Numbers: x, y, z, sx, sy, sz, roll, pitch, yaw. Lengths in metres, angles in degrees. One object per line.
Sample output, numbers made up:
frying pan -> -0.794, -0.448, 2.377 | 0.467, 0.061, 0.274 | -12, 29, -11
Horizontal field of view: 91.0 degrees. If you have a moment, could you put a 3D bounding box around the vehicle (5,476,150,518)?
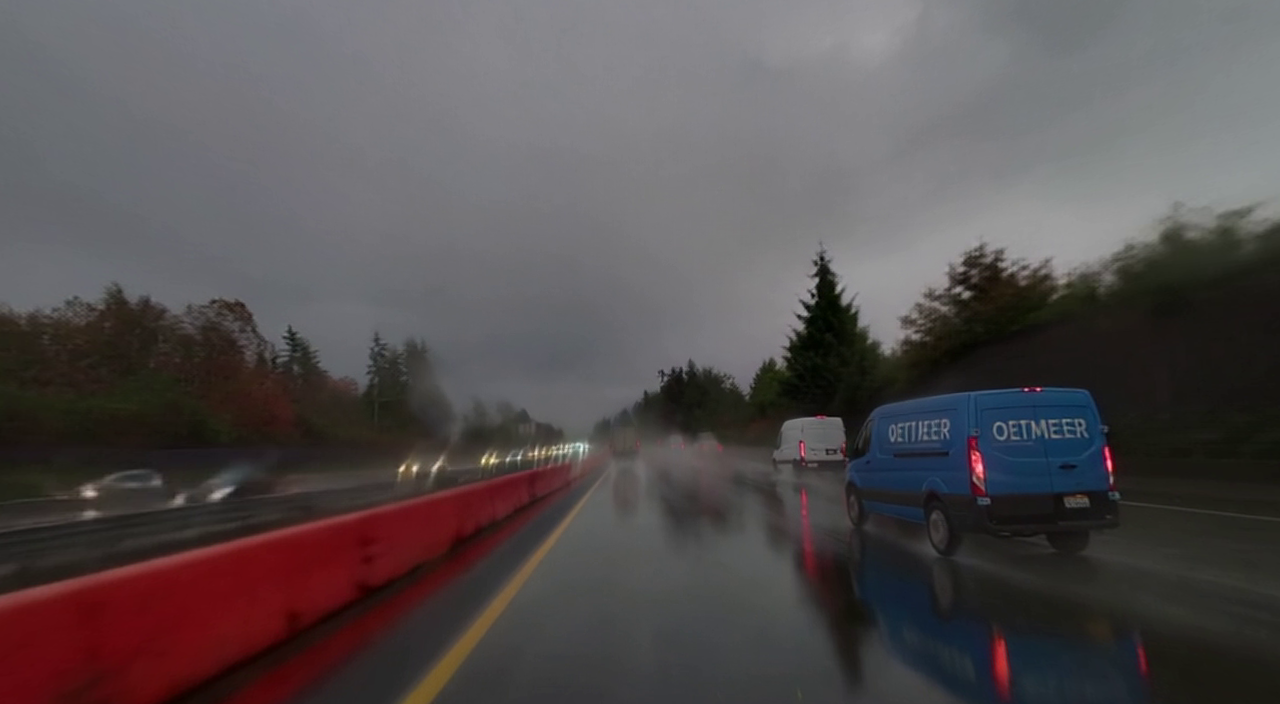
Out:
vehicle -> -22.137, 5.705, 25.046 | 1.889, 1.501, 4.156 | 0, -11, 0

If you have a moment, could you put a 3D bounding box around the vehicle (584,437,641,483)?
vehicle -> -1.066, 4.227, 24.902 | 2.100, 1.636, 3.620 | 0, -8, -2

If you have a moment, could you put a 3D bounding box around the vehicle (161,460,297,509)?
vehicle -> -14.624, 4.714, 22.776 | 1.876, 1.451, 4.620 | 0, -9, -1

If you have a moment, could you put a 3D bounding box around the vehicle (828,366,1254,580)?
vehicle -> 4.598, 1.510, 8.599 | 2.223, 2.008, 5.121 | 0, -8, -3
